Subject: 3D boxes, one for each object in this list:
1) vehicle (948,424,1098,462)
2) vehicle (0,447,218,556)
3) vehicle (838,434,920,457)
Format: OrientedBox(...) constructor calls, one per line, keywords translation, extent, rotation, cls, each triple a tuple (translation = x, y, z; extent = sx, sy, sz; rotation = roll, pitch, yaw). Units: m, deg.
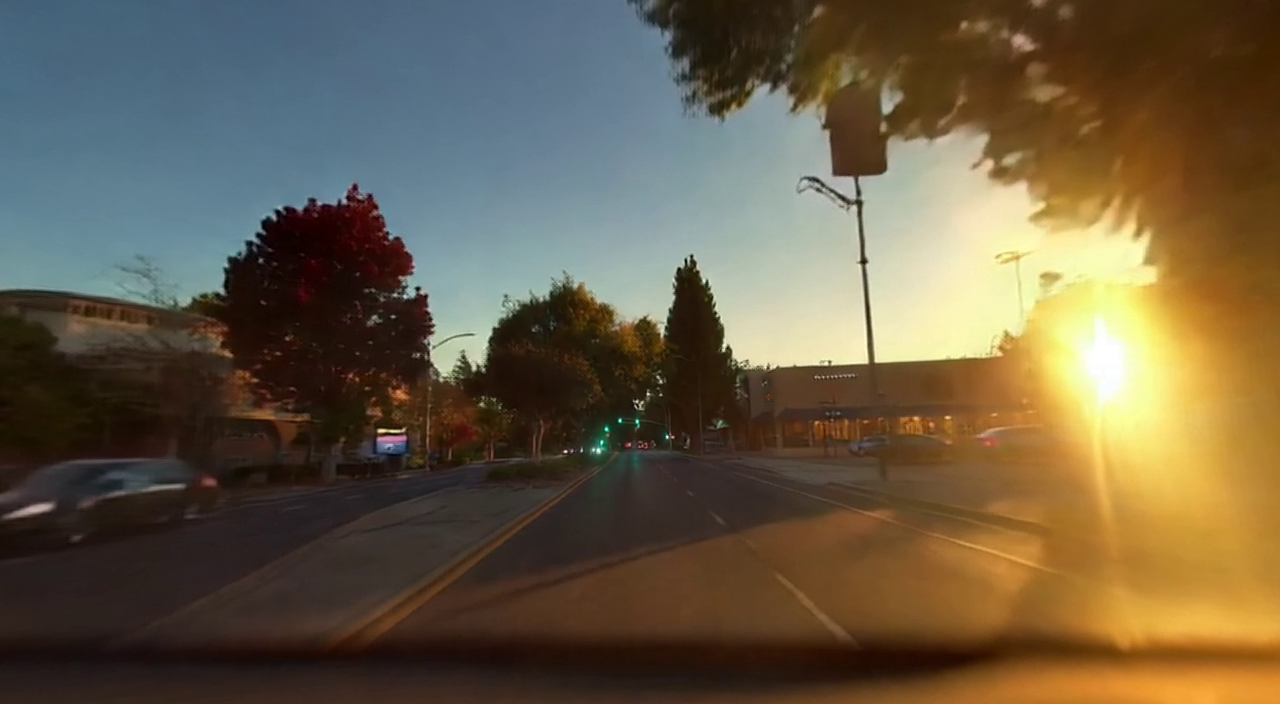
OrientedBox(translation=(16.482, 3.963, 27.298), extent=(5.124, 1.541, 2.070), rotation=(0, -9, -1), cls="vehicle")
OrientedBox(translation=(-10.856, 2.801, 12.391), extent=(2.031, 1.674, 4.573), rotation=(-4, -8, -1), cls="vehicle")
OrientedBox(translation=(16.175, 6.338, 42.804), extent=(4.701, 1.500, 2.050), rotation=(0, -8, 0), cls="vehicle")
